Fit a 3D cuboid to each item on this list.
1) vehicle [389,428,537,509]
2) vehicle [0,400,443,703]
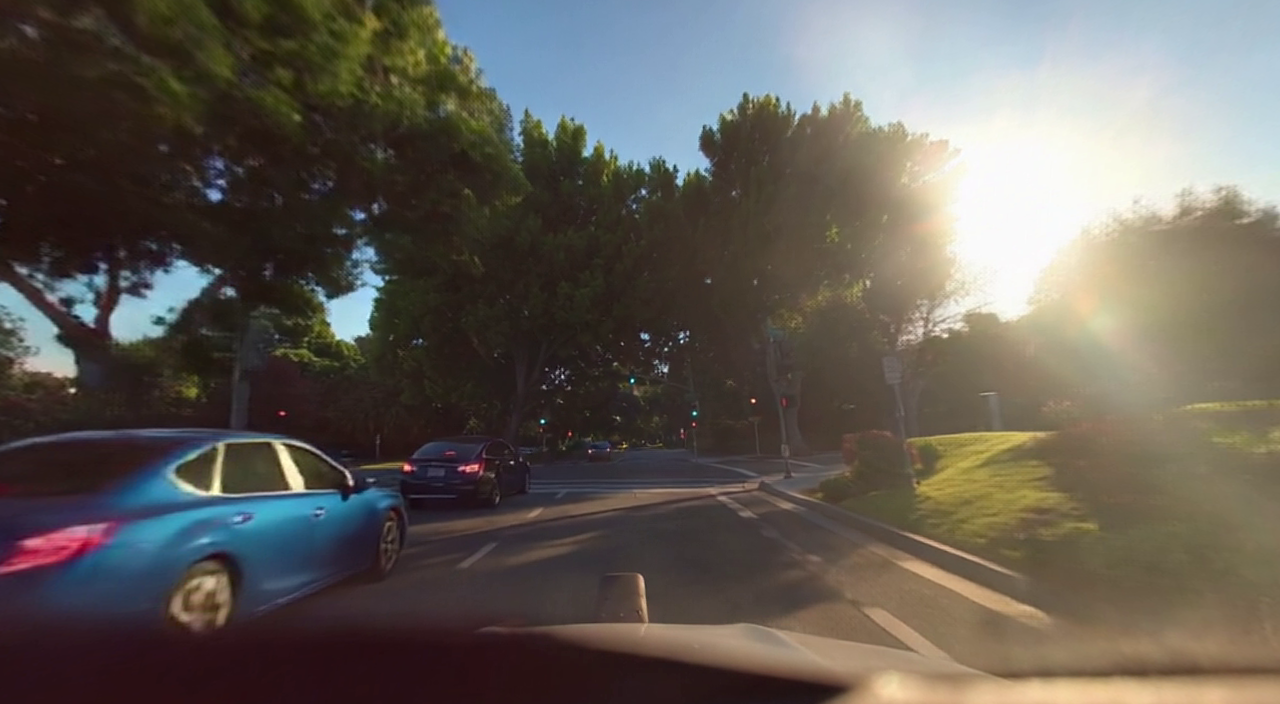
[{"bbox_3d":[-3.720,2.538,14.228,1.980,1.508,4.502,0,-9,0],"label":"vehicle"},{"bbox_3d":[-3.461,1.332,5.408,2.038,1.486,4.678,0,-9,0],"label":"vehicle"}]
